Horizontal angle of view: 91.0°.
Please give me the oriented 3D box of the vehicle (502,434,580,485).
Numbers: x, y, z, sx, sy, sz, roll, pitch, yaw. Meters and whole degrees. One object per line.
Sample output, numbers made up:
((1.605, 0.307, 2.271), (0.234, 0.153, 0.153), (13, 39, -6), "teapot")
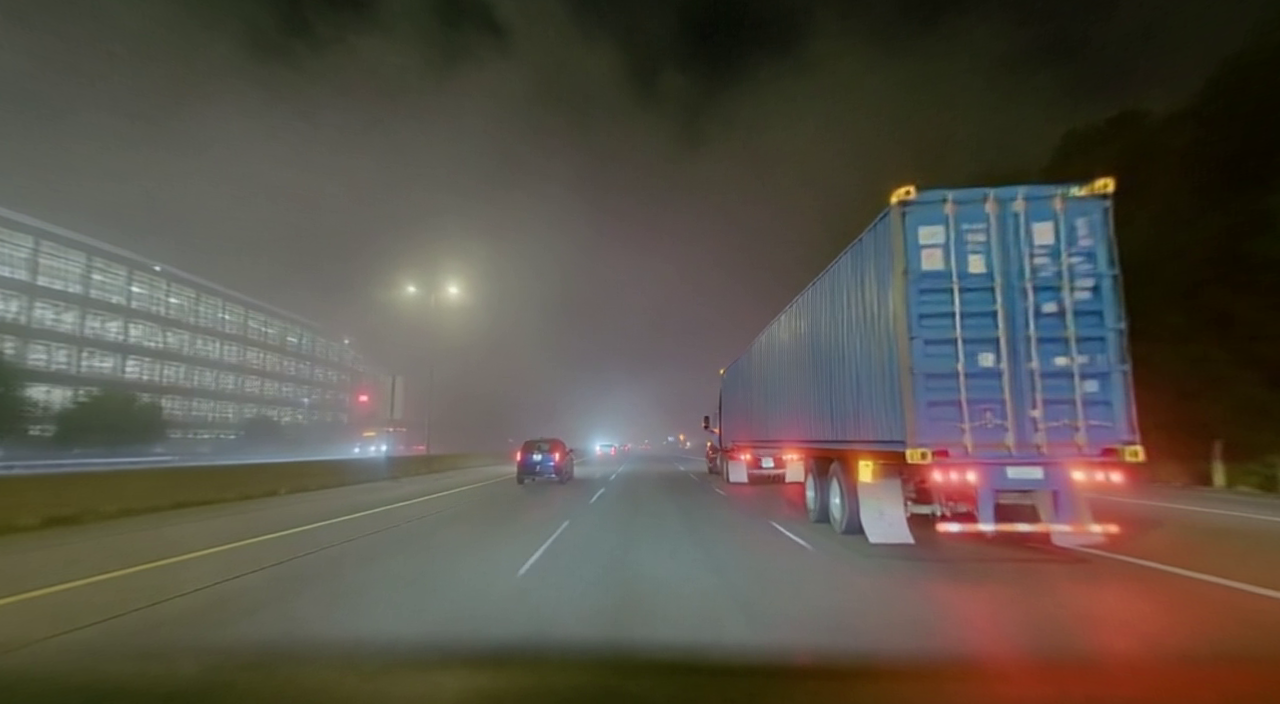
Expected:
((-3.223, 3.598, 21.287), (1.954, 1.528, 4.010), (0, -9, 0), "vehicle")

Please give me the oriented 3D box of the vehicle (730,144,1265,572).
((4.151, 0.952, 12.572), (2.893, 3.992, 13.605), (0, -8, 1), "vehicle")
